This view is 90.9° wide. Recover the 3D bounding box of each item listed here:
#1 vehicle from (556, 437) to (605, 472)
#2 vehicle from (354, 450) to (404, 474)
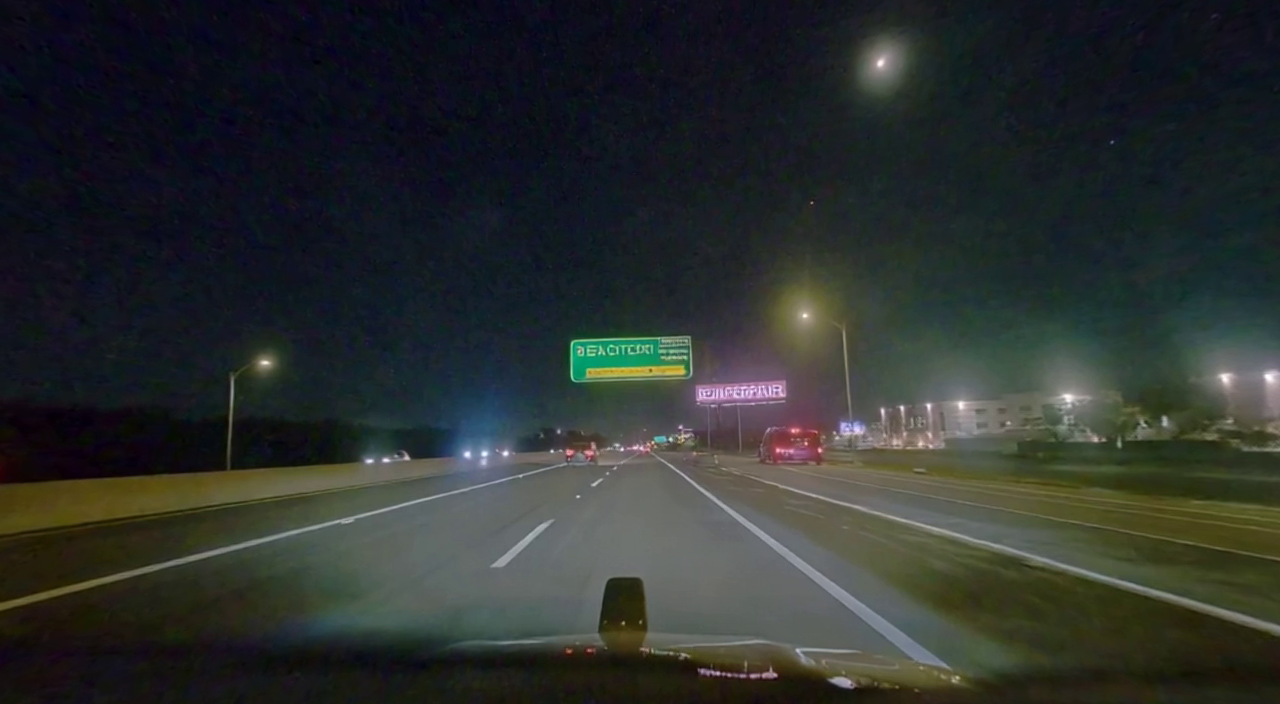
[{"bbox_3d":[-3.272,5.771,35.688,2.159,1.793,5.027,-1,-8,1],"label":"vehicle"},{"bbox_3d":[-17.158,7.205,41.665,1.722,1.461,3.636,-1,-8,1],"label":"vehicle"}]
